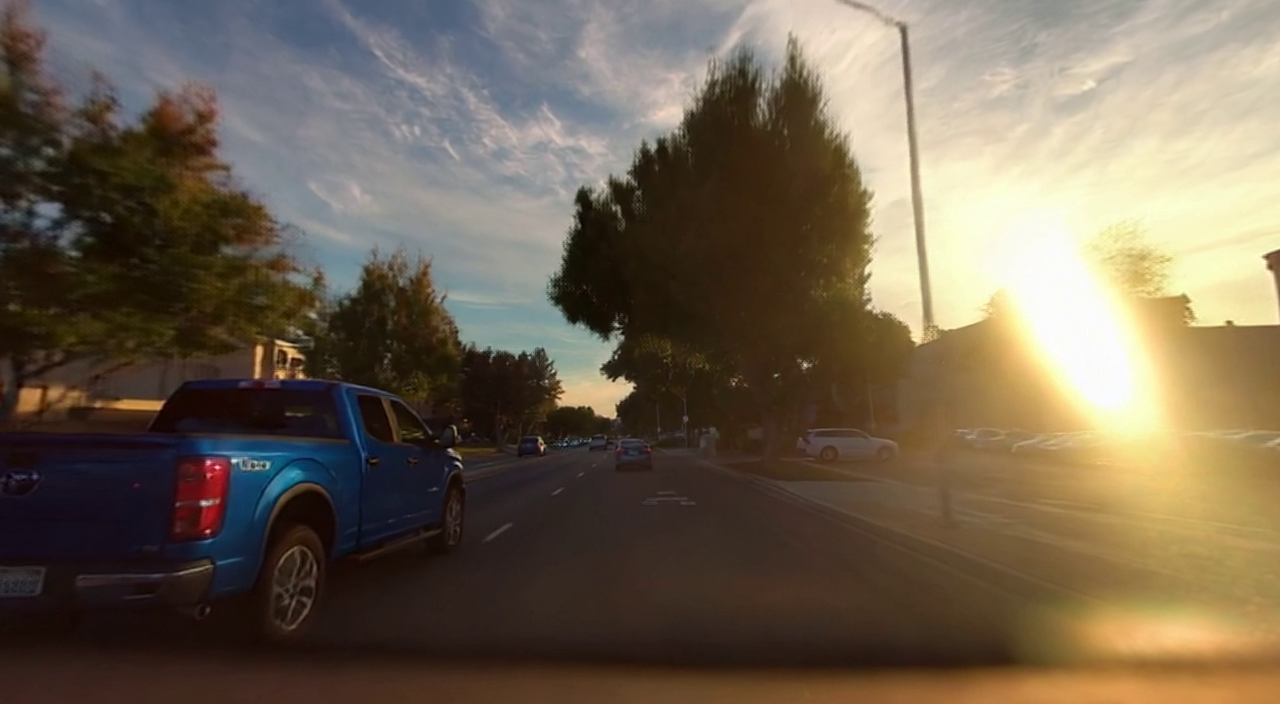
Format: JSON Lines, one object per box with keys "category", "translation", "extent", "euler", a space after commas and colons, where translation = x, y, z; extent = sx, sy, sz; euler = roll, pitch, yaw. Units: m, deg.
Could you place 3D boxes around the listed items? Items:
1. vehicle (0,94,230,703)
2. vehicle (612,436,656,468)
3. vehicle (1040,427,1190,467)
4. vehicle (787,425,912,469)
{"category": "vehicle", "translation": [-3.584, 0.180, 0.624], "extent": [2.733, 2.495, 5.037], "euler": [0, -8, 2]}
{"category": "vehicle", "translation": [-0.331, 5.257, 33.236], "extent": [2.191, 1.530, 4.470], "euler": [0, -8, -1]}
{"category": "vehicle", "translation": [20.142, 4.086, 26.966], "extent": [4.836, 1.567, 2.051], "euler": [-5, -9, 30]}
{"category": "vehicle", "translation": [9.060, 4.093, 27.087], "extent": [5.109, 1.735, 1.997], "euler": [4, -9, -26]}
